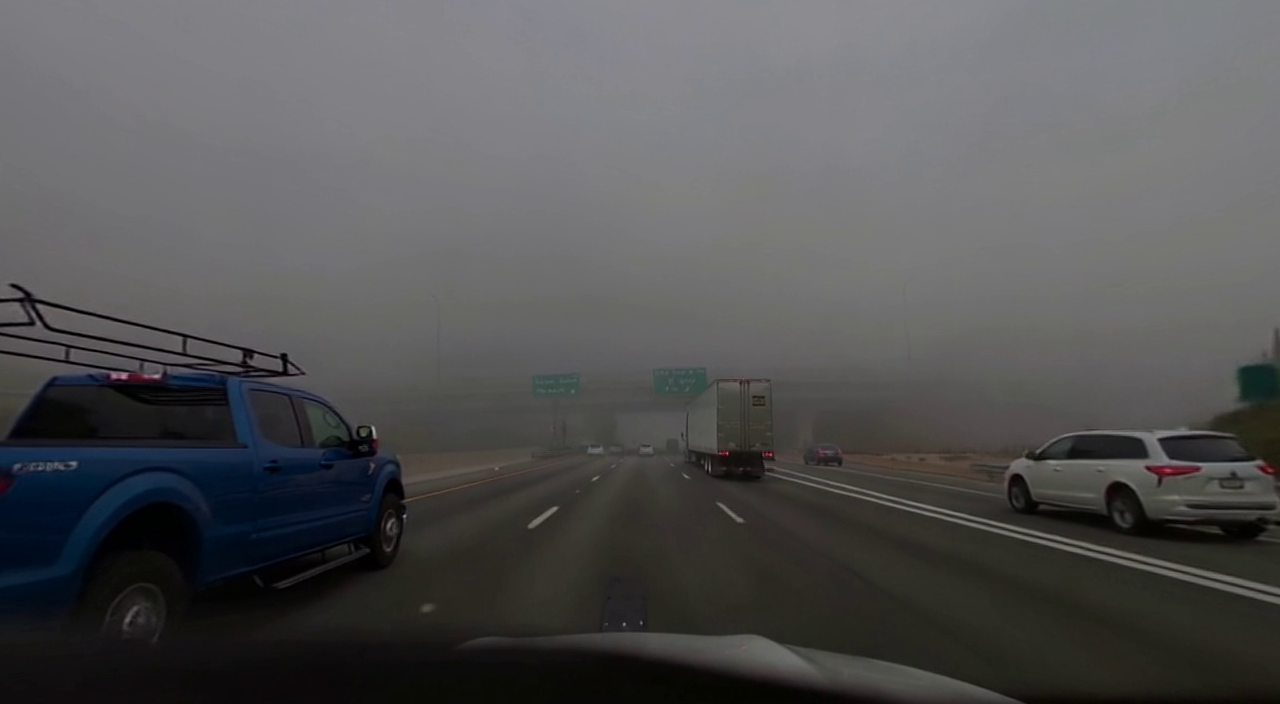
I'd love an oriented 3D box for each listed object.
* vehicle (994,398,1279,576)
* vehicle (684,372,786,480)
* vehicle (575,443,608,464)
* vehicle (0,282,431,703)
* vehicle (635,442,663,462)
[{"bbox_3d":[7.084,1.630,8.405,1.999,1.700,4.640,0,-8,0],"label":"vehicle"},{"bbox_3d":[3.999,3.709,30.066,2.885,4.036,12.891,0,-8,0],"label":"vehicle"},{"bbox_3d":[-3.523,7.470,46.674,2.077,1.446,4.106,0,-8,0],"label":"vehicle"},{"bbox_3d":[-3.939,1.067,4.709,2.599,2.054,6.288,0,-8,0],"label":"vehicle"},{"bbox_3d":[0.672,7.699,48.436,2.092,1.446,4.092,0,-8,0],"label":"vehicle"}]
